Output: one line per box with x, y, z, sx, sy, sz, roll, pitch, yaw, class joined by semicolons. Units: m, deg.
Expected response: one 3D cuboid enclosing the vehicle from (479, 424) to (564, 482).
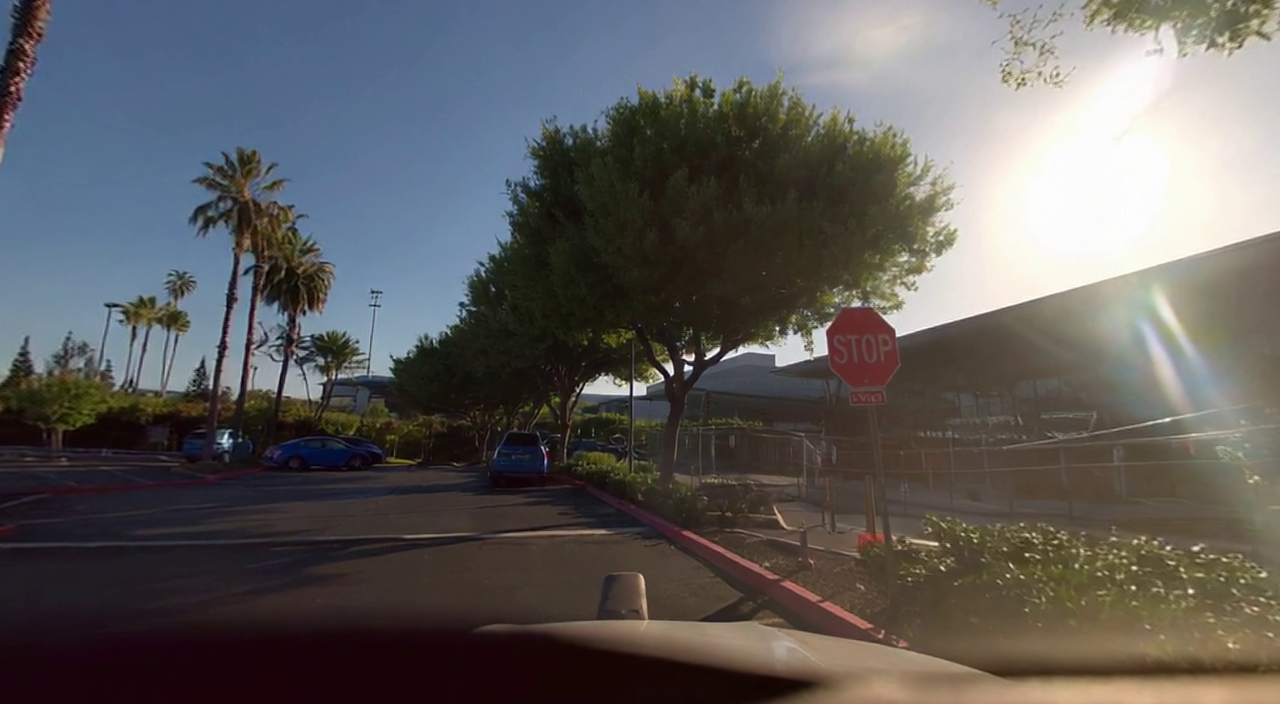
-4.016;3.300;20.834;2.071;1.700;4.367;3;-9;-19;vehicle

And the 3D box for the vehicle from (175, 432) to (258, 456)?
-28.365;6.199;42.479;4.457;1.552;1.748;5;-10;-32;vehicle
